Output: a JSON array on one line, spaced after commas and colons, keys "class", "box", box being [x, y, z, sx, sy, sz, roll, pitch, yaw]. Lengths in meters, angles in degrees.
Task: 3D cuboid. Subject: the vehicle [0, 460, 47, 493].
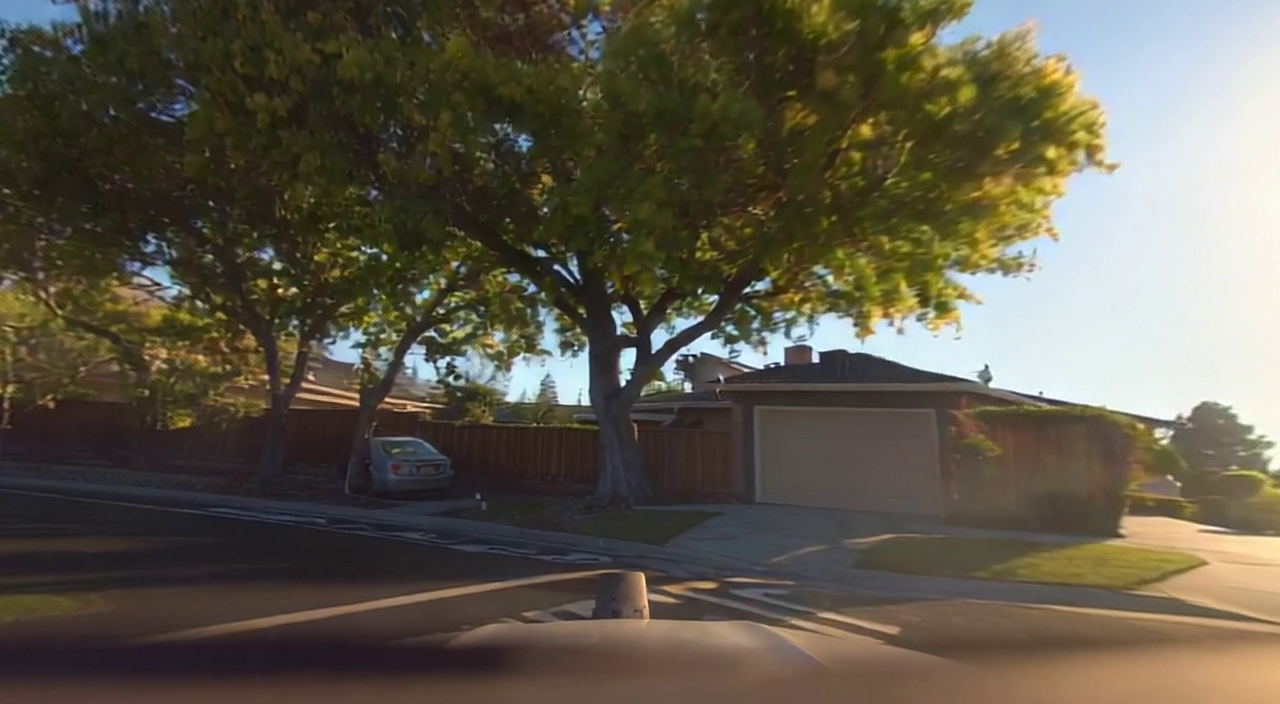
[{"class": "vehicle", "box": [-37.799, 7.433, 37.870, 4.363, 1.763, 2.190, -6, -10, 36]}]

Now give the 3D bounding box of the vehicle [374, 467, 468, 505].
[{"class": "vehicle", "box": [-11.879, 7.363, 34.506, 2.019, 1.697, 4.310, -2, -13, 34]}]

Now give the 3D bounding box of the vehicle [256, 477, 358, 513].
[{"class": "vehicle", "box": [-16.529, 7.059, 31.388, 4.315, 1.435, 1.804, 5, -9, -30]}]
